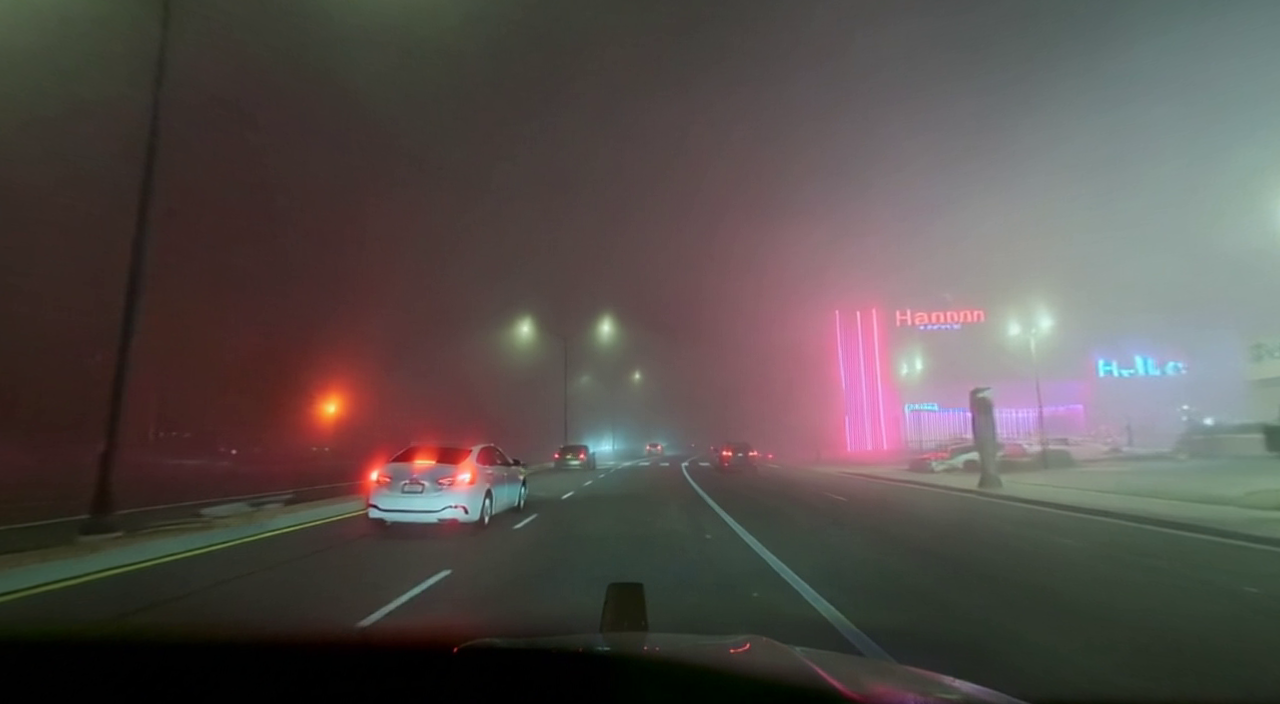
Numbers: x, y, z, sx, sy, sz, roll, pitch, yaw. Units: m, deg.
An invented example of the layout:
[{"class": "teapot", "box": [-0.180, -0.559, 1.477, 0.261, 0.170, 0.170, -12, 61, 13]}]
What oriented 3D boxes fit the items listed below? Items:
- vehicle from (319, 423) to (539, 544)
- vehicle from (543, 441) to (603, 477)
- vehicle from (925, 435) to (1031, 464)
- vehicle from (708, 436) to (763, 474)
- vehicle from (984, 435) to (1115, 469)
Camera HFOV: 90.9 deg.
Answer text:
[{"class": "vehicle", "box": [-3.144, 2.060, 10.579, 2.118, 1.568, 4.436, 0, -8, 0]}, {"class": "vehicle", "box": [-2.883, 4.706, 28.010, 1.980, 1.454, 4.226, -1, -8, 3]}, {"class": "vehicle", "box": [18.528, 5.368, 34.695, 4.583, 1.491, 2.192, 0, -8, -1]}, {"class": "vehicle", "box": [4.584, 5.016, 30.942, 2.103, 1.699, 4.171, 0, -8, 1]}, {"class": "vehicle", "box": [18.706, 4.585, 28.972, 4.502, 1.454, 2.129, 0, -8, 1]}]
